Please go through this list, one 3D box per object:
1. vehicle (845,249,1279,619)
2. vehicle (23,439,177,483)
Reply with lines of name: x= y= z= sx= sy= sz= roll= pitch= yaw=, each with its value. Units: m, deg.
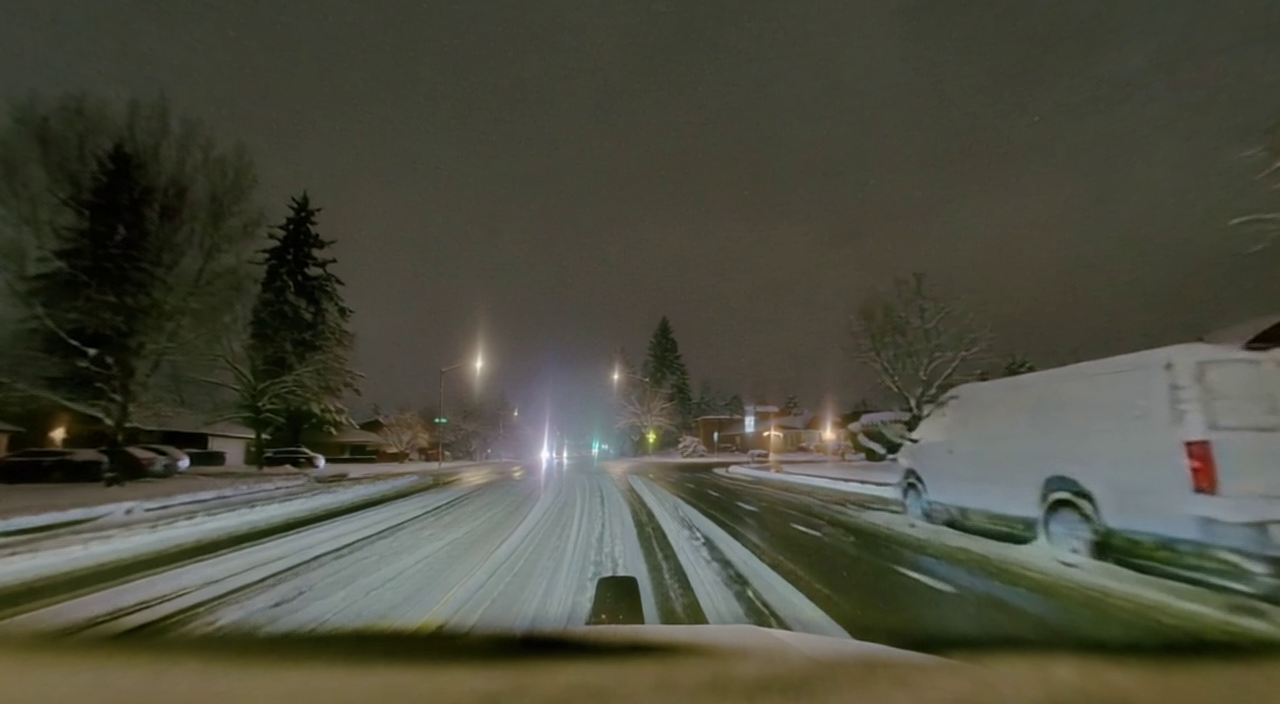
vehicle: x=6.966 y=1.183 z=9.005 sx=4.991 sy=2.862 sz=7.939 roll=1 pitch=-8 yaw=-4
vehicle: x=-25.135 y=5.055 z=29.615 sx=4.975 sy=1.847 sz=2.096 roll=0 pitch=-8 yaw=-11
